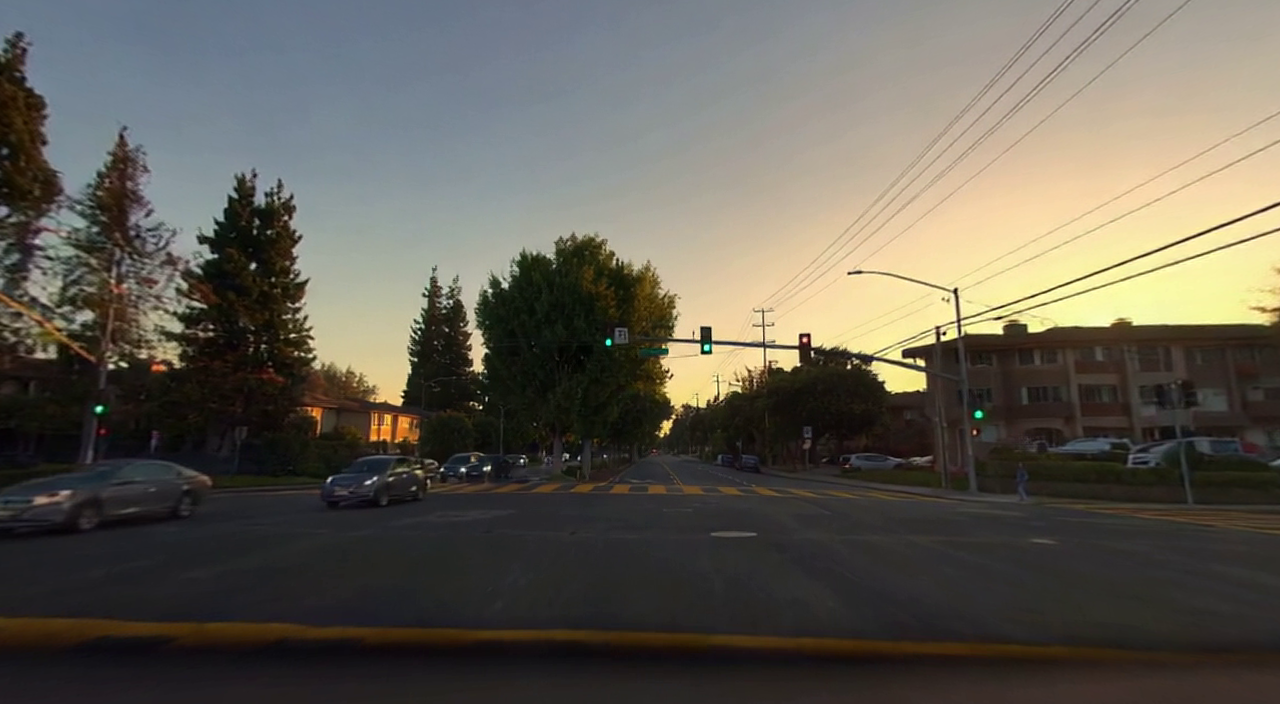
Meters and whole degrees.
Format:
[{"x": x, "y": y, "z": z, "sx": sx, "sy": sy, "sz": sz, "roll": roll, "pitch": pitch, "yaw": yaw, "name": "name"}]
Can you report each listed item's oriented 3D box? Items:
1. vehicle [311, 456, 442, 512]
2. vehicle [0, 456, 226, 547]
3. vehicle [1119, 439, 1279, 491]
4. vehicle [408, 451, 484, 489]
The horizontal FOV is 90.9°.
[{"x": -7.731, "y": 3.888, "z": 19.012, "sx": 1.958, "sy": 1.415, "sz": 4.312, "roll": -1, "pitch": -8, "yaw": 2, "name": "vehicle"}, {"x": -10.950, "y": 2.905, "z": 12.878, "sx": 2.007, "sy": 1.451, "sz": 4.242, "roll": 0, "pitch": -8, "yaw": 1, "name": "vehicle"}, {"x": 25.415, "y": 5.046, "z": 28.601, "sx": 2.177, "sy": 2.086, "sz": 5.514, "roll": 2, "pitch": -9, "yaw": -14, "name": "vehicle"}, {"x": -10.394, "y": 6.332, "z": 34.218, "sx": 2.249, "sy": 1.825, "sz": 5.378, "roll": -1, "pitch": -8, "yaw": 2, "name": "vehicle"}]
